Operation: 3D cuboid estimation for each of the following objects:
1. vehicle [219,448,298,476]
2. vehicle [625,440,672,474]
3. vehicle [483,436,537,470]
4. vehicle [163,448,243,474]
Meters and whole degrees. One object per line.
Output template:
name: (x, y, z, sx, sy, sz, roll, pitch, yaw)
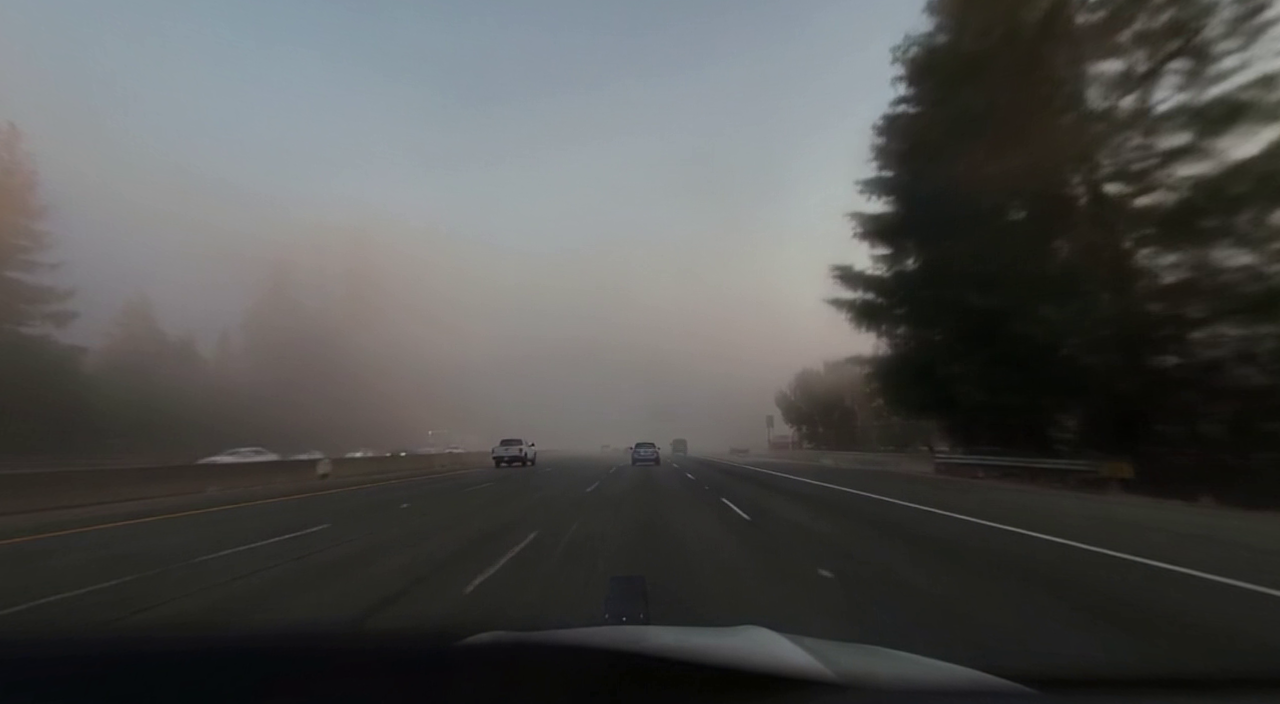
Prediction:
vehicle: (-21.448, 6.194, 35.689, 1.836, 1.469, 4.067, 0, -8, 1)
vehicle: (0.360, 5.068, 30.692, 2.112, 1.482, 4.082, 0, -8, 0)
vehicle: (-7.406, 5.785, 36.363, 2.093, 1.789, 4.399, 0, -8, 1)
vehicle: (-28.729, 7.154, 41.677, 1.947, 1.564, 4.628, 0, -8, 1)
